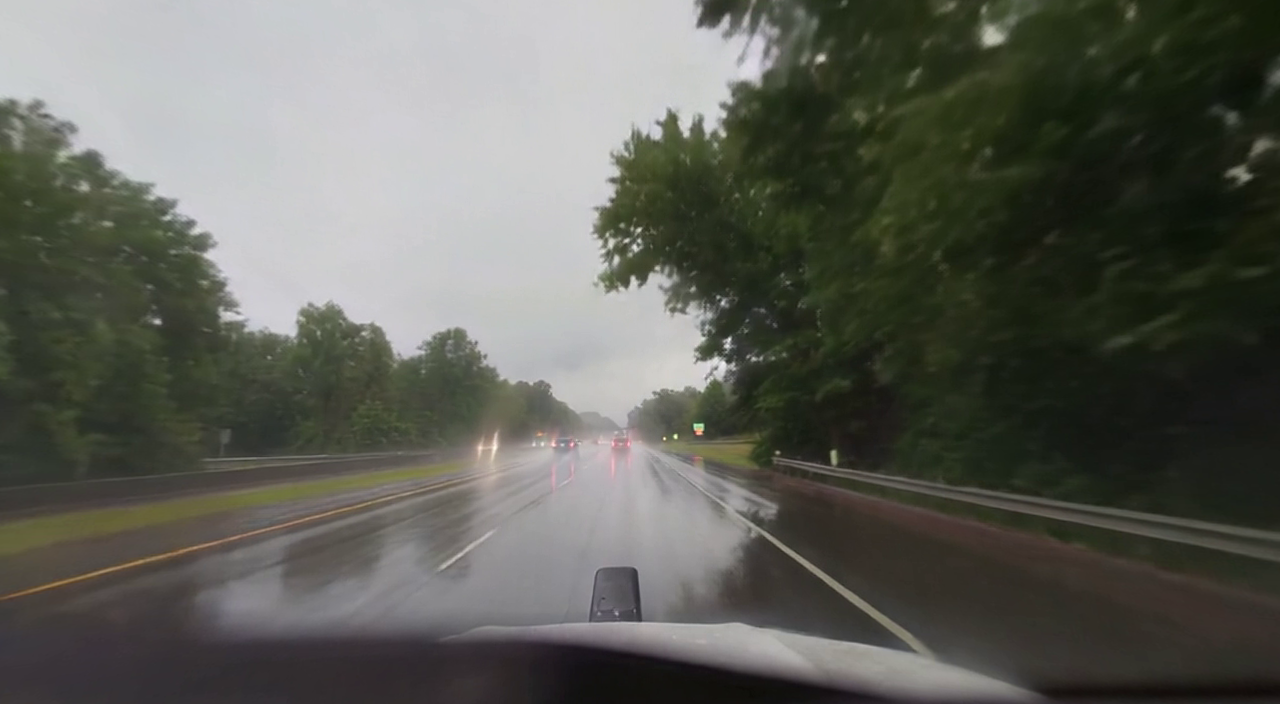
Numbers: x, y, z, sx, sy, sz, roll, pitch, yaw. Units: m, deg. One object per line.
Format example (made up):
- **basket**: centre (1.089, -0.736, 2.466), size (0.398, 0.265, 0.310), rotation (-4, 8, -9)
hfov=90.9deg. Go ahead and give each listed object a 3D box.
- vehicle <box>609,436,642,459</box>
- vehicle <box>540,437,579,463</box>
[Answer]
- **vehicle**: centre (-0.973, 6.537, 43.362), size (2.162, 1.460, 4.242), rotation (0, -8, -1)
- **vehicle**: centre (-4.729, 5.800, 37.685), size (1.907, 1.445, 4.049), rotation (0, -8, -1)
